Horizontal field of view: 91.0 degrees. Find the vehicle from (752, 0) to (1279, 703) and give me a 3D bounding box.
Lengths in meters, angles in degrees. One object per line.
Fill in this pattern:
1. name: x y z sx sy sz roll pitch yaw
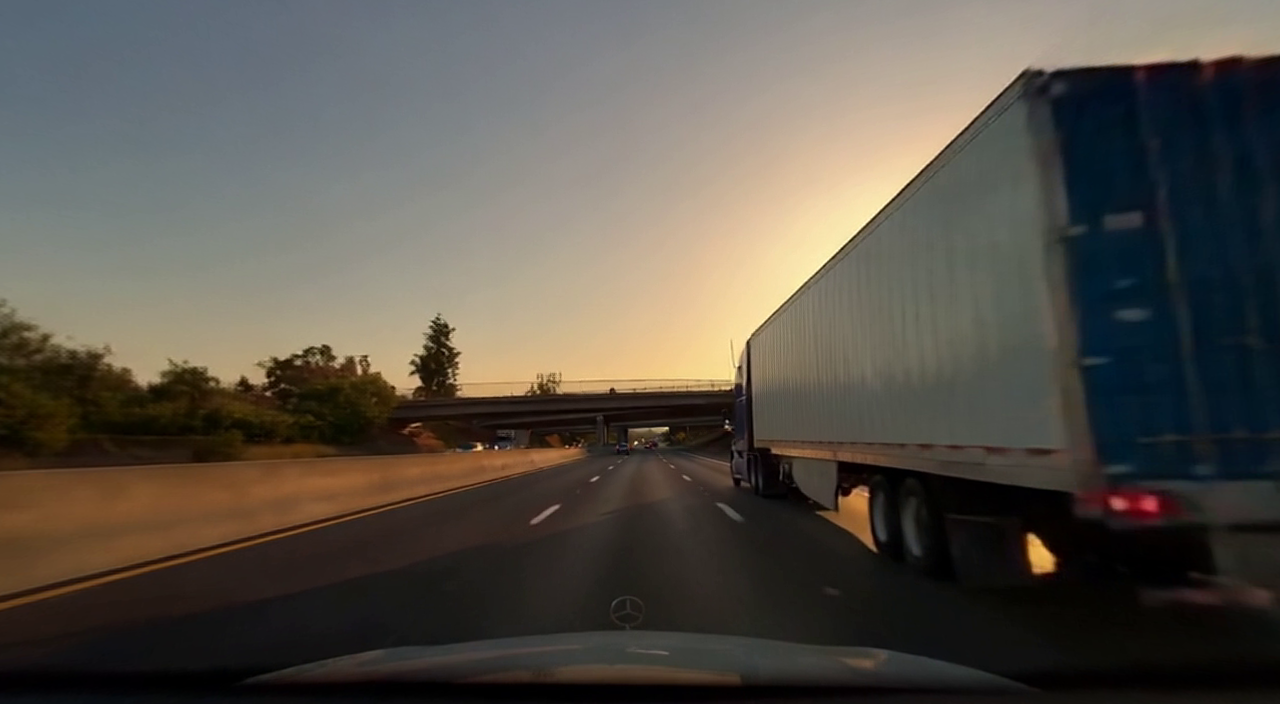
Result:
1. vehicle: 4.100 0.716 8.942 2.870 3.768 11.872 0 -8 0
